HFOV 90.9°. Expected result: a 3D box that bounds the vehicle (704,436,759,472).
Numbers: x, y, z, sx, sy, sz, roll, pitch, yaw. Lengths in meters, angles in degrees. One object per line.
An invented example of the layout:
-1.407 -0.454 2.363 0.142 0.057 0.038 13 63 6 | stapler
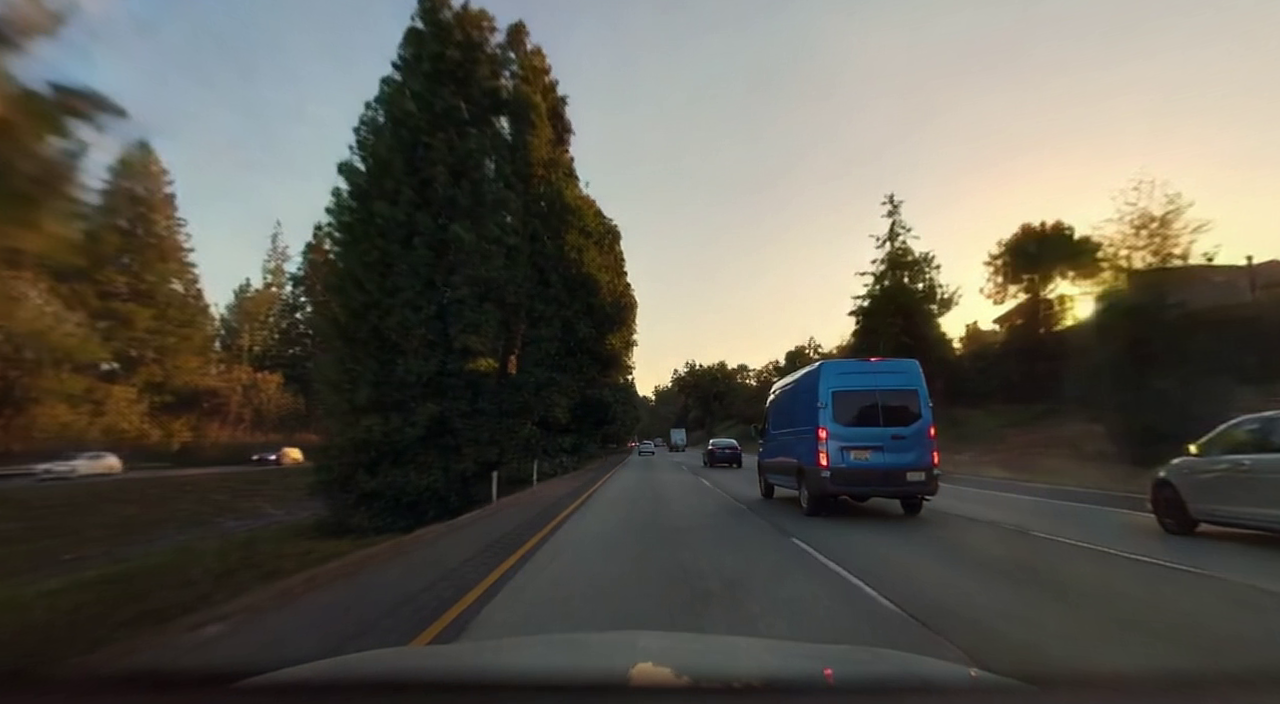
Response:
4.465 5.039 31.341 2.034 1.651 4.342 0 -8 0 | vehicle

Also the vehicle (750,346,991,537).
3.743 1.671 11.855 2.302 2.670 5.912 0 -8 1 | vehicle

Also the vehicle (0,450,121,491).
-23.966 4.774 25.798 1.899 1.508 4.073 0 -8 1 | vehicle

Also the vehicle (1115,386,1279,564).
8.002 1.316 6.735 2.212 1.902 4.654 0 -8 1 | vehicle
